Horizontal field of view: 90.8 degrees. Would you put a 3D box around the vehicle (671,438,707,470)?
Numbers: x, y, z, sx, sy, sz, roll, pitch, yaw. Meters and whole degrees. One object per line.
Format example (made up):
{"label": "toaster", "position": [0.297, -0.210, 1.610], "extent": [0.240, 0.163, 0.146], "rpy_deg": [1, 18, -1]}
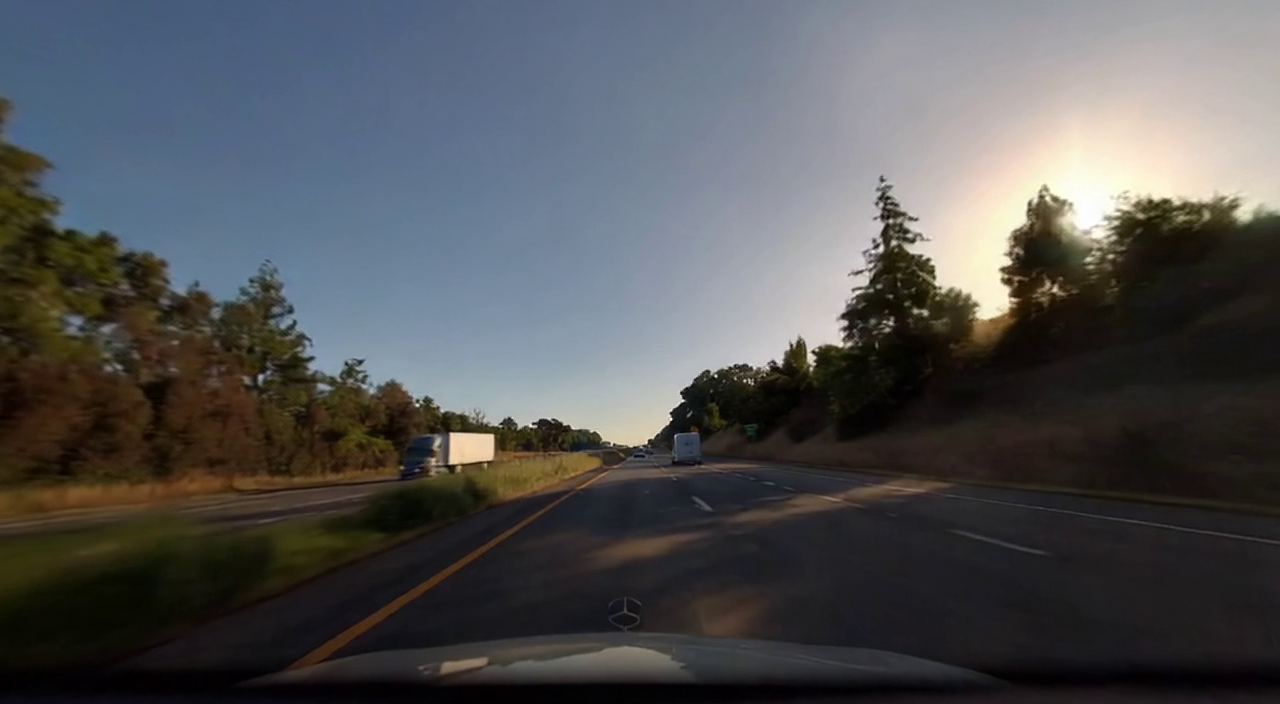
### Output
{"label": "vehicle", "position": [3.693, 7.862, 48.784], "extent": [2.242, 2.285, 5.015], "rpy_deg": [0, -9, -2]}

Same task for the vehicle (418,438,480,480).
{"label": "vehicle", "position": [-12.032, 6.784, 40.147], "extent": [2.273, 2.442, 5.112], "rpy_deg": [0, -9, 1]}
